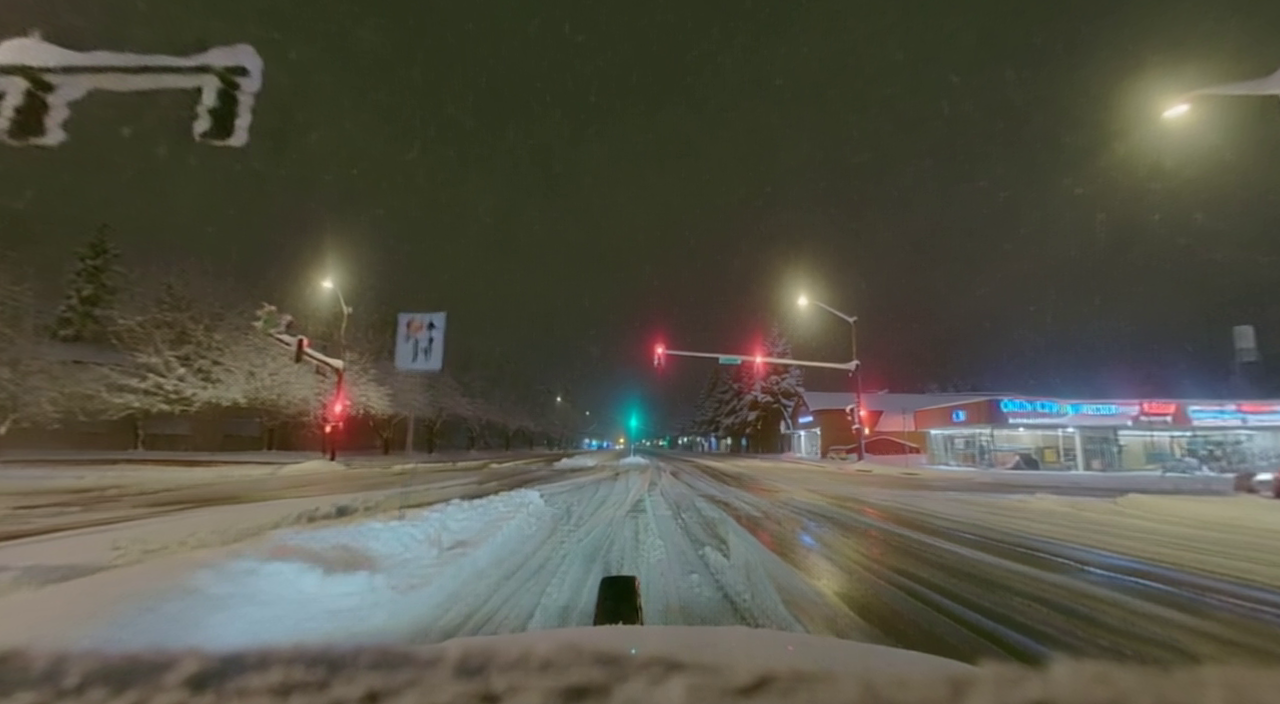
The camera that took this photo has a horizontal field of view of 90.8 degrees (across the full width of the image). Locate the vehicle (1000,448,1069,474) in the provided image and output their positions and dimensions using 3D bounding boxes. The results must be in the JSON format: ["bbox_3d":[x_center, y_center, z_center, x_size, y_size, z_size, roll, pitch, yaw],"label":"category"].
[{"bbox_3d":[27.396,7.560,44.092,1.929,1.613,4.530,0,-8,1],"label":"vehicle"}]
